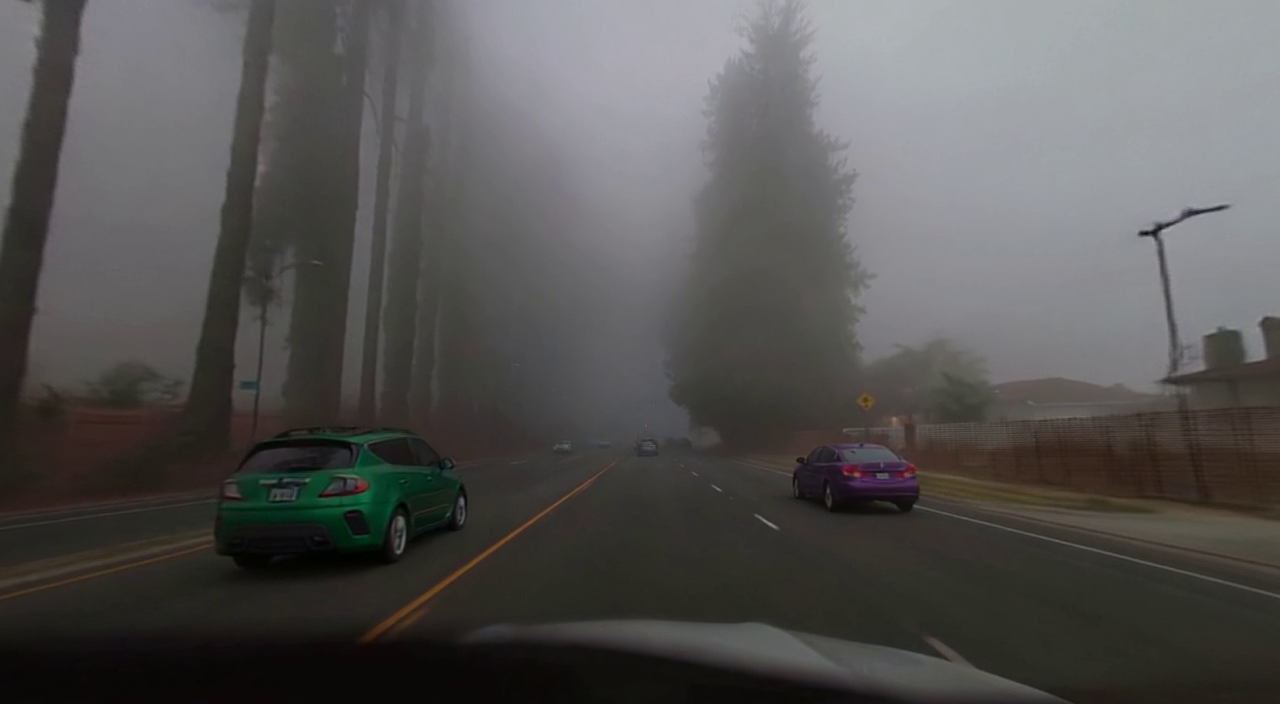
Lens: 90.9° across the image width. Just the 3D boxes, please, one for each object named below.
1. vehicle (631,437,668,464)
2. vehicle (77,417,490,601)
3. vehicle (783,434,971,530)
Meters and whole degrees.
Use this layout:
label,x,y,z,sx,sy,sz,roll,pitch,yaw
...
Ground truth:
label,x,y,z,sx,sy,sz,roll,pitch,yaw
vehicle,0.629,6.256,40.464,2.206,1.525,4.695,-1,-7,2
vehicle,-3.643,1.650,7.874,2.162,1.546,4.889,-1,-7,2
vehicle,4.284,2.356,12.296,1.943,1.471,4.515,0,-7,0
